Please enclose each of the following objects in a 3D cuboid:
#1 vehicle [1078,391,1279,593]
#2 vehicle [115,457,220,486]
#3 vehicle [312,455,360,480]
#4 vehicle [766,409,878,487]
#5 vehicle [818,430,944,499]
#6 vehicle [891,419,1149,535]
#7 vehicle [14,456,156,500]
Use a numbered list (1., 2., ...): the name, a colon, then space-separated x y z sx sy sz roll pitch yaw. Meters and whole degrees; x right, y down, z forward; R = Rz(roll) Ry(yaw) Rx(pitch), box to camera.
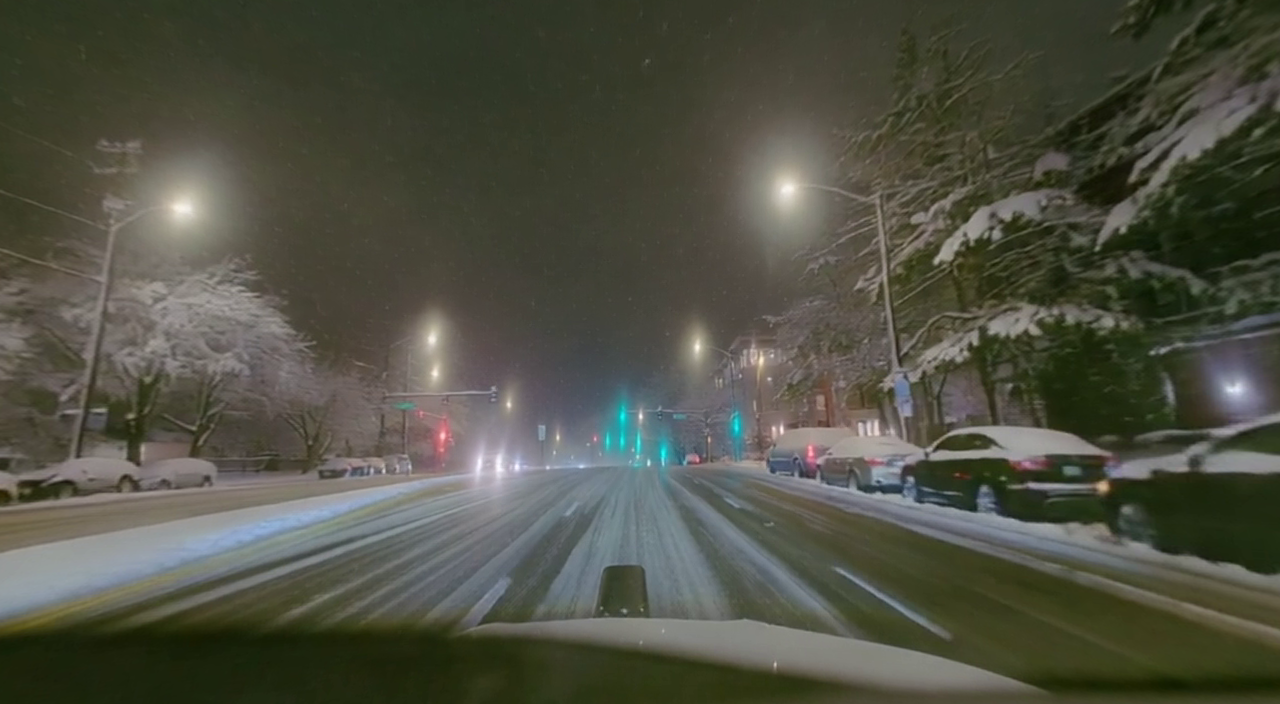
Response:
1. vehicle: 7.052 1.348 6.165 2.200 1.860 4.511 0 -9 -1
2. vehicle: -25.491 6.460 34.124 4.194 1.471 1.834 0 -9 -1
3. vehicle: -22.470 8.506 46.707 1.875 1.528 3.717 -5 -9 -3
4. vehicle: 7.150 3.909 25.838 2.391 2.750 6.853 0 -9 -1
5. vehicle: 6.992 3.304 18.898 1.889 1.799 4.704 0 -9 0
6. vehicle: 7.056 2.362 12.545 2.089 1.788 4.817 1 -9 0
7. vehicle: -22.292 5.028 25.600 1.922 1.545 4.178 0 -9 1
